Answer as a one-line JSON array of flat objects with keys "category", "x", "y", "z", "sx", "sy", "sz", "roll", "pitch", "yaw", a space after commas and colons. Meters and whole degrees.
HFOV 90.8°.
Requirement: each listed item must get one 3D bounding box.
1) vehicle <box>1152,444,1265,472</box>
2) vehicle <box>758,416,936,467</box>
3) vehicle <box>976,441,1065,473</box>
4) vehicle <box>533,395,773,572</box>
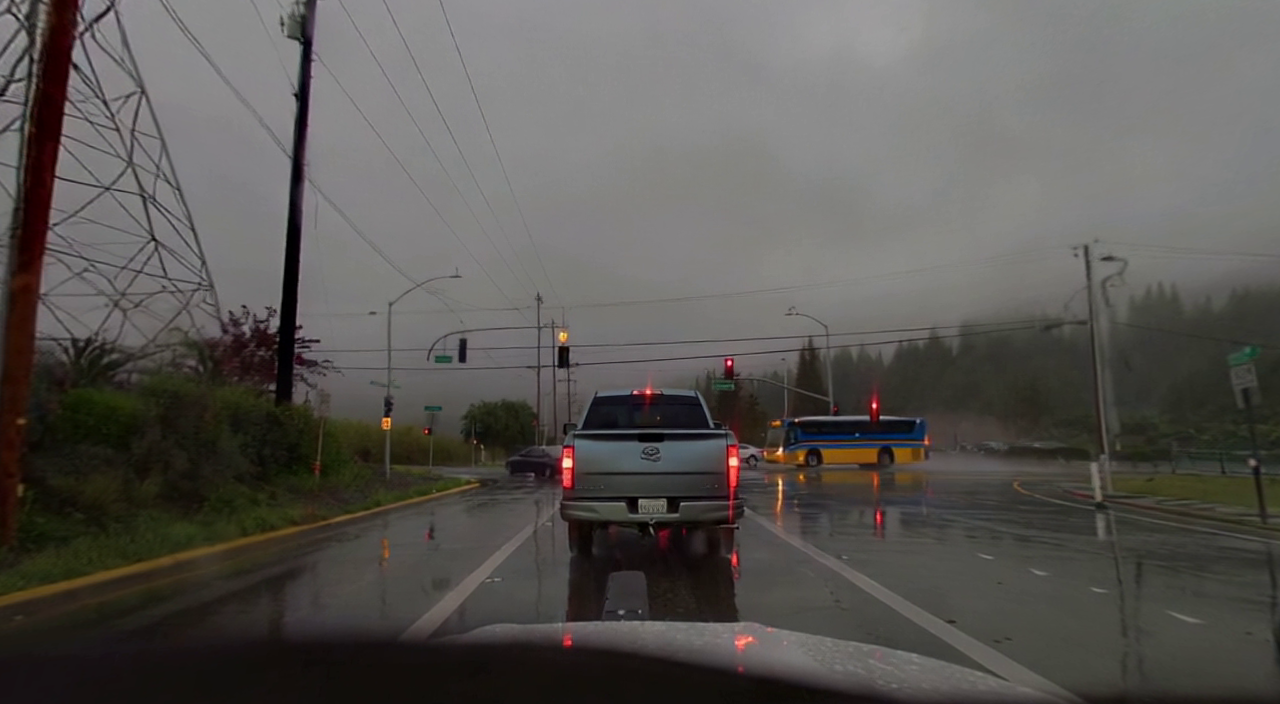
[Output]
[{"category": "vehicle", "x": 36.896, "y": 6.882, "z": 41.079, "sx": 5.426, "sy": 1.728, "sz": 1.999, "roll": 0, "pitch": -8, "yaw": -2}, {"category": "vehicle", "x": 13.516, "y": 5.991, "z": 42.060, "sx": 10.726, "sy": 3.128, "sz": 3.003, "roll": -1, "pitch": -8, "yaw": 2}, {"category": "vehicle", "x": 26.786, "y": 7.421, "z": 44.592, "sx": 5.077, "sy": 2.008, "sz": 1.991, "roll": 2, "pitch": -9, "yaw": -3}, {"category": "vehicle", "x": 0.096, "y": 1.883, "z": 9.963, "sx": 2.707, "sy": 1.964, "sz": 5.485, "roll": 0, "pitch": -8, "yaw": -1}]
